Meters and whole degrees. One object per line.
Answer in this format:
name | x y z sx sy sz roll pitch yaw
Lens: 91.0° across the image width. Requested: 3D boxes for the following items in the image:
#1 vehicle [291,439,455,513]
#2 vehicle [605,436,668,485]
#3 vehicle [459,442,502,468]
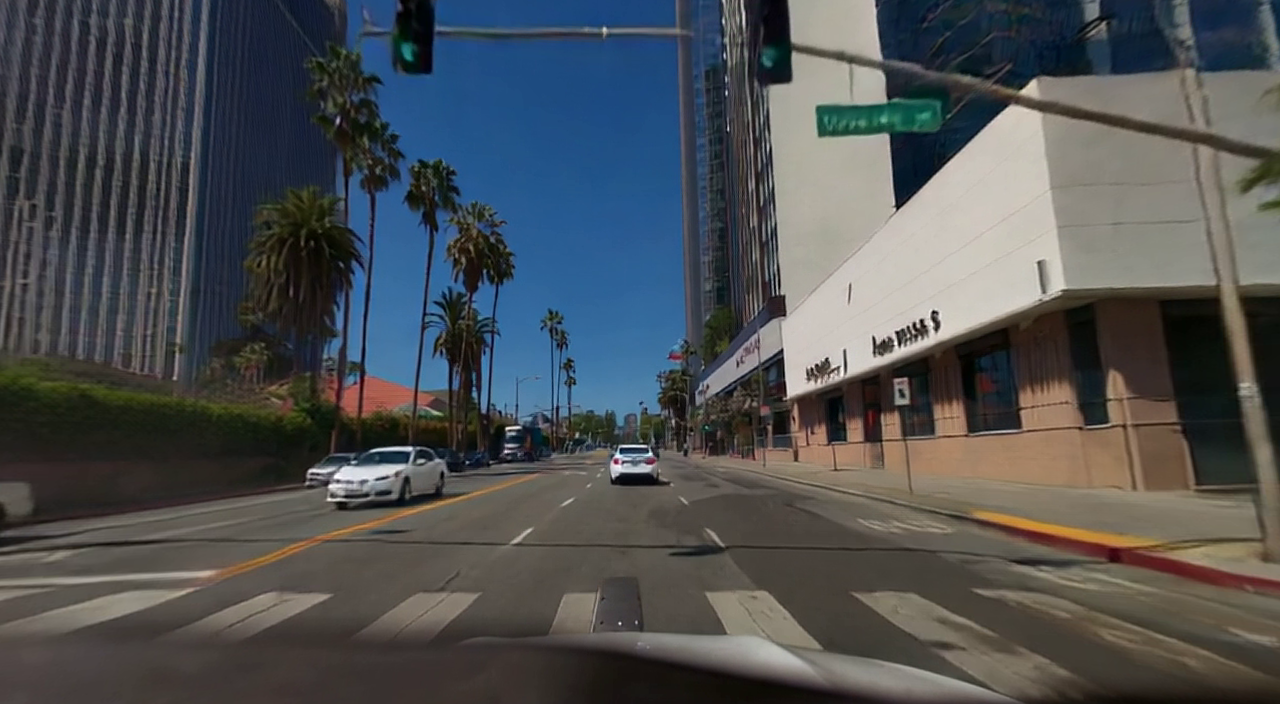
vehicle | -6.179 2.865 15.255 1.951 1.476 4.452 0 -8 1
vehicle | -0.130 3.974 23.550 2.145 1.632 3.972 0 -8 0
vehicle | -12.203 7.850 48.424 1.981 1.803 4.835 0 -8 1
